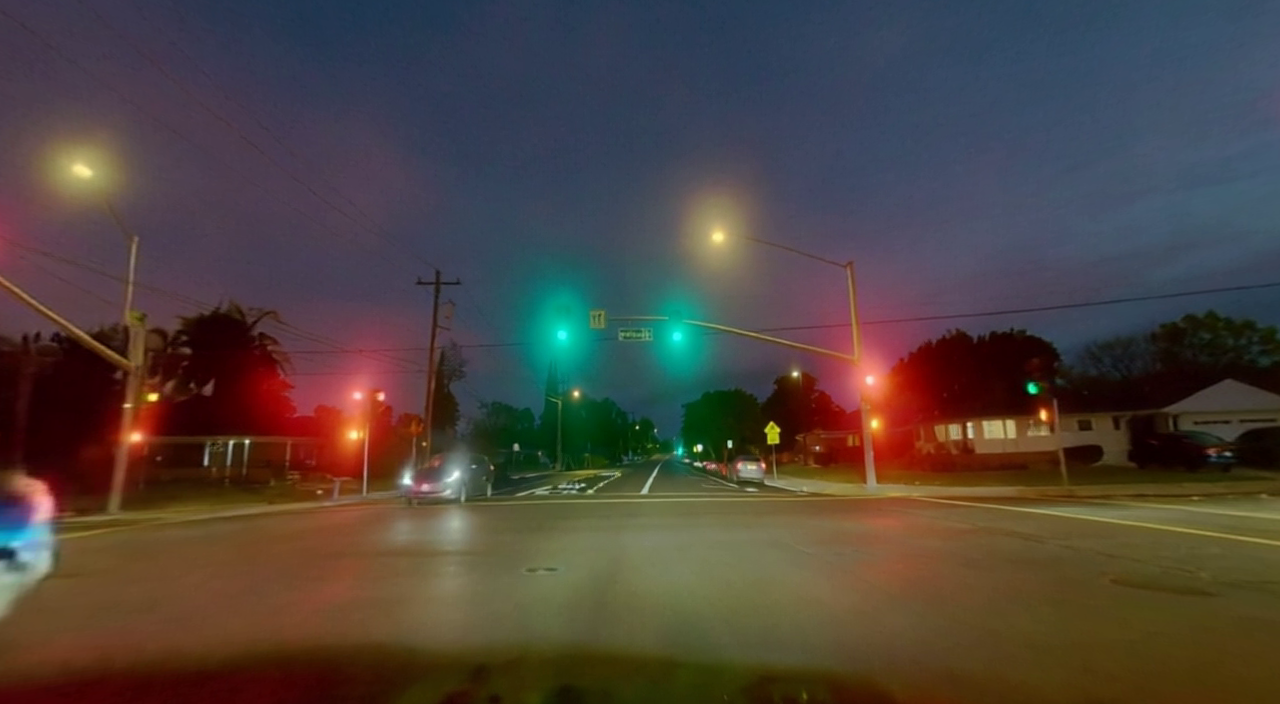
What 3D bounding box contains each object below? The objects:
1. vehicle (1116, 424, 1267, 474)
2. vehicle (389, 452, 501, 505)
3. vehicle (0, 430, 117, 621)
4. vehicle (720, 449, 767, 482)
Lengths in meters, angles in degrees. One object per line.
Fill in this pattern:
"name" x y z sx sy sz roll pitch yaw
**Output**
"vehicle" 22.718 4.047 26.360 1.964 1.858 4.881 -1 -9 2
"vehicle" -6.717 4.389 22.500 2.270 1.605 4.958 0 -9 2
"vehicle" -6.671 1.408 4.690 1.982 1.686 4.195 0 -9 -1
"vehicle" 5.620 6.181 34.715 1.891 1.611 4.269 0 -9 0
